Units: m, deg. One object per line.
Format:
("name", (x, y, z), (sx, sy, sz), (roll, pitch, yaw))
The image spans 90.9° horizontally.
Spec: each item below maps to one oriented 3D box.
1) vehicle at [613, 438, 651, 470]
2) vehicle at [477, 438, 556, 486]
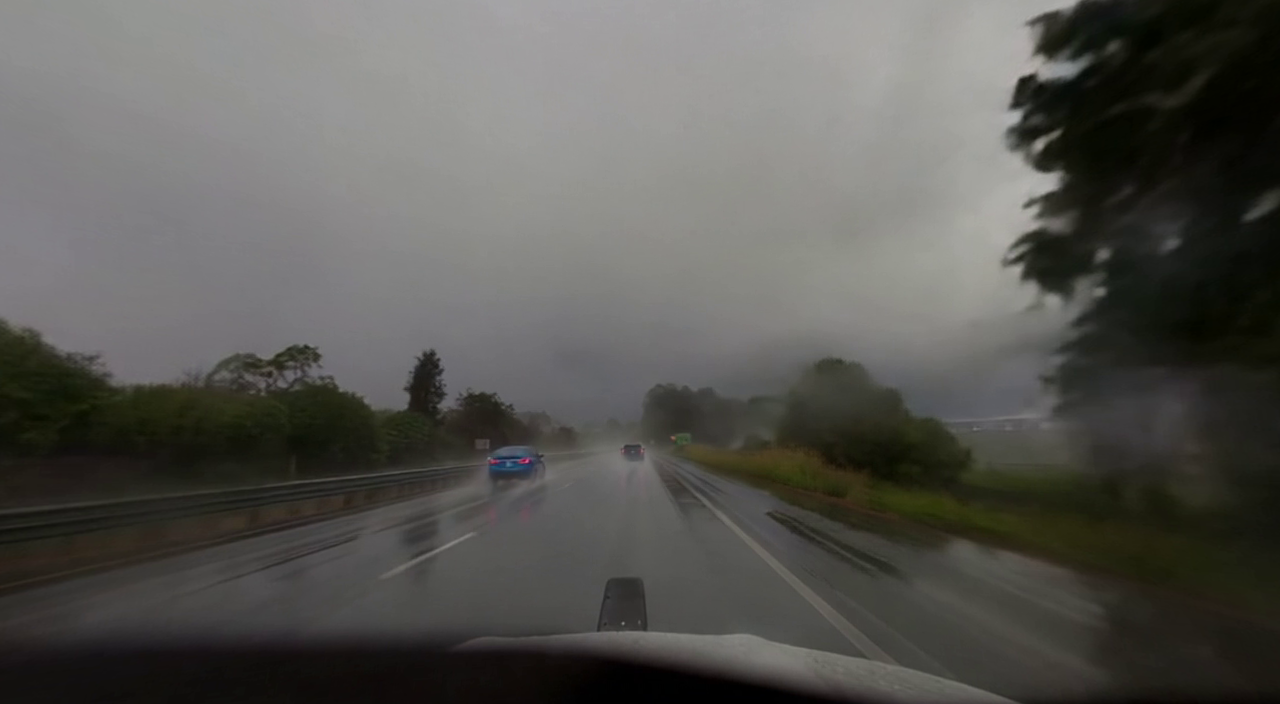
("vehicle", (-0.453, 6.053, 37.561), (2.126, 1.786, 3.958), (0, -9, -1))
("vehicle", (-4.546, 4.118, 23.868), (2.113, 1.656, 4.215), (0, -9, 1))
